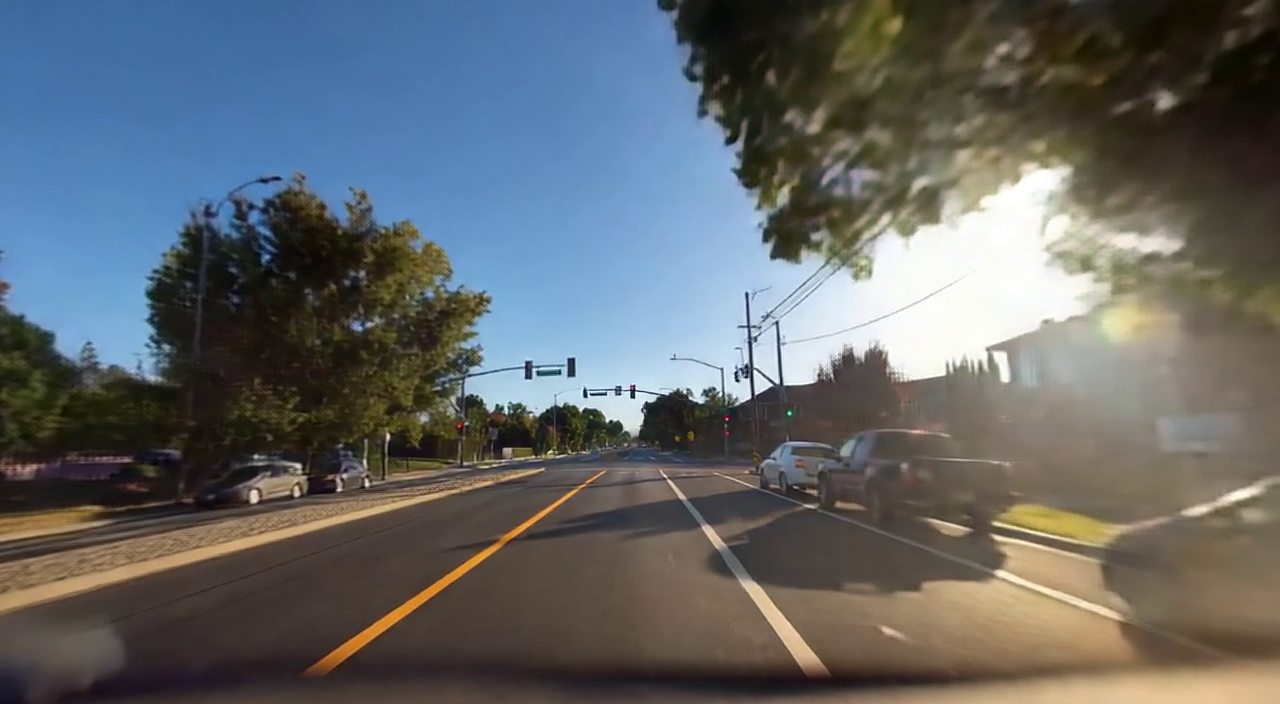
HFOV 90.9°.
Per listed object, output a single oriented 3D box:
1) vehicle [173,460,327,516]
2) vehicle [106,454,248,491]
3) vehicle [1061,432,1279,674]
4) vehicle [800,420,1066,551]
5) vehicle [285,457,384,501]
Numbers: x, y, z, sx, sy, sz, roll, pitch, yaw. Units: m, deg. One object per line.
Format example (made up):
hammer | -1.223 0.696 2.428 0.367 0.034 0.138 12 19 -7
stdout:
vehicle | -12.570 4.366 20.767 1.983 1.513 4.662 0 -9 2
vehicle | -20.887 5.429 28.624 4.715 1.560 2.131 0 -9 -1
vehicle | 4.786 1.153 3.403 1.928 1.431 4.570 0 -8 1
vehicle | 4.701 2.203 11.319 2.218 1.789 5.146 0 -8 -1
vehicle | -12.443 5.152 26.049 1.851 1.472 4.532 -1 -8 0
